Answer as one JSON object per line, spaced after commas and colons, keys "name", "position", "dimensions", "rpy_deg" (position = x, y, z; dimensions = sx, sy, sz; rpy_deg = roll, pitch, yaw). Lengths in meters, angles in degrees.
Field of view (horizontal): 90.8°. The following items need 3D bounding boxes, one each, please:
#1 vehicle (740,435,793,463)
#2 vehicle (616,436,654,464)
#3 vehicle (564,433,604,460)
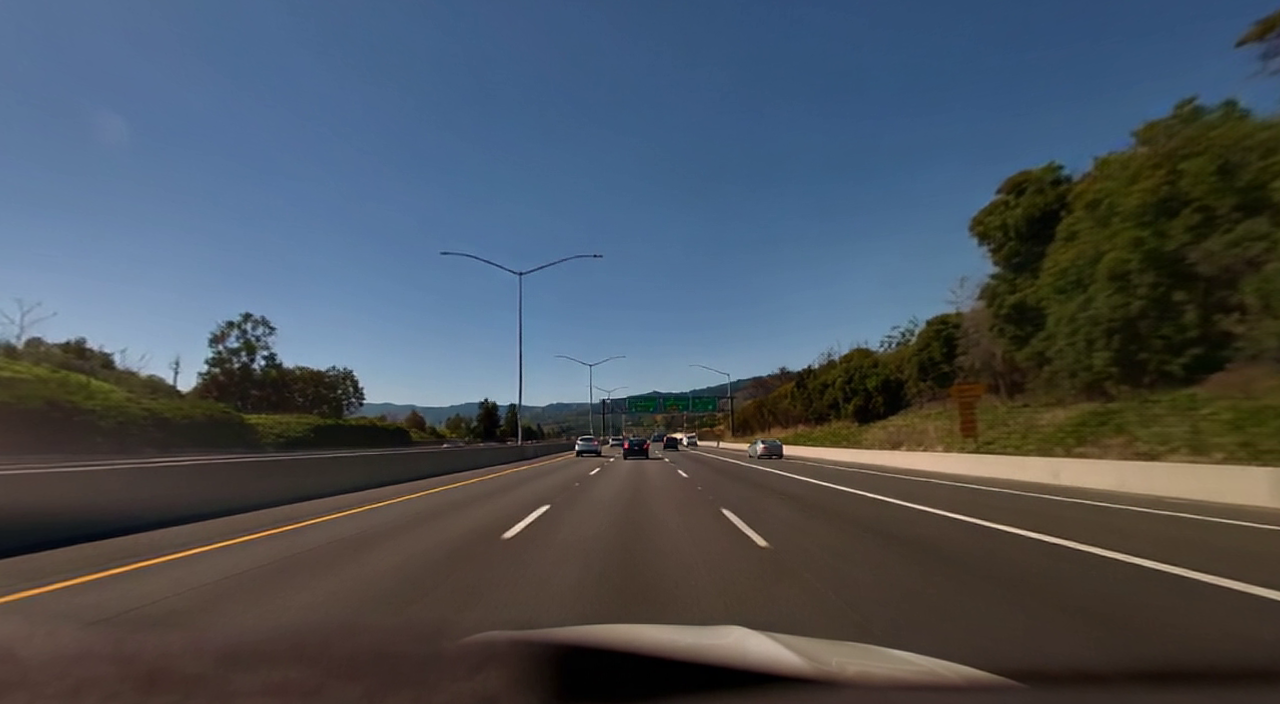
{"name": "vehicle", "position": [7.027, 5.467, 35.552], "dimensions": [1.935, 1.478, 4.433], "rpy_deg": [0, -9, -2]}
{"name": "vehicle", "position": [-0.279, 5.367, 34.647], "dimensions": [1.985, 1.457, 4.227], "rpy_deg": [0, -9, -1]}
{"name": "vehicle", "position": [-3.630, 6.249, 41.753], "dimensions": [2.123, 1.661, 4.601], "rpy_deg": [0, -9, 1]}
